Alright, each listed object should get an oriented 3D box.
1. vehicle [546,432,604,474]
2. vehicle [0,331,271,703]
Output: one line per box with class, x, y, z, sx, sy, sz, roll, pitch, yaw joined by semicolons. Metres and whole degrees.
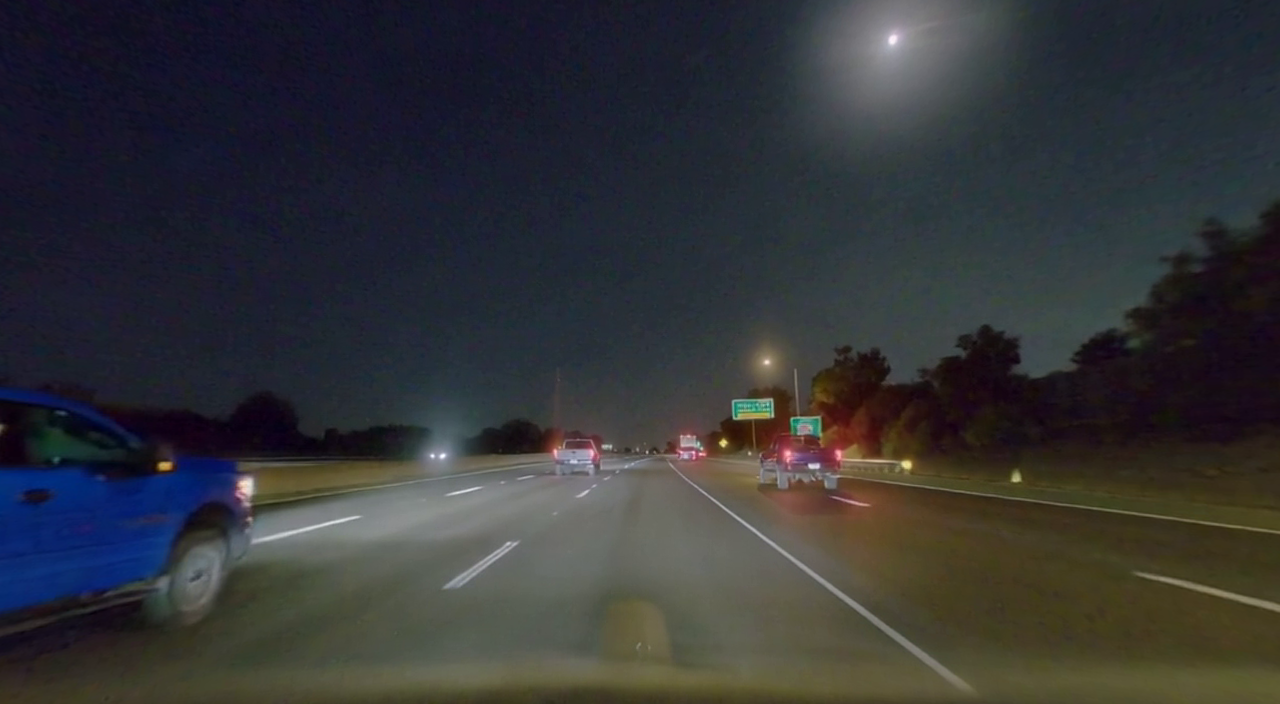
vehicle;-3.664;5.879;36.747;2.496;2.203;6.317;0;-9;2
vehicle;-4.266;0.723;2.379;2.285;1.853;5.564;0;-9;1
